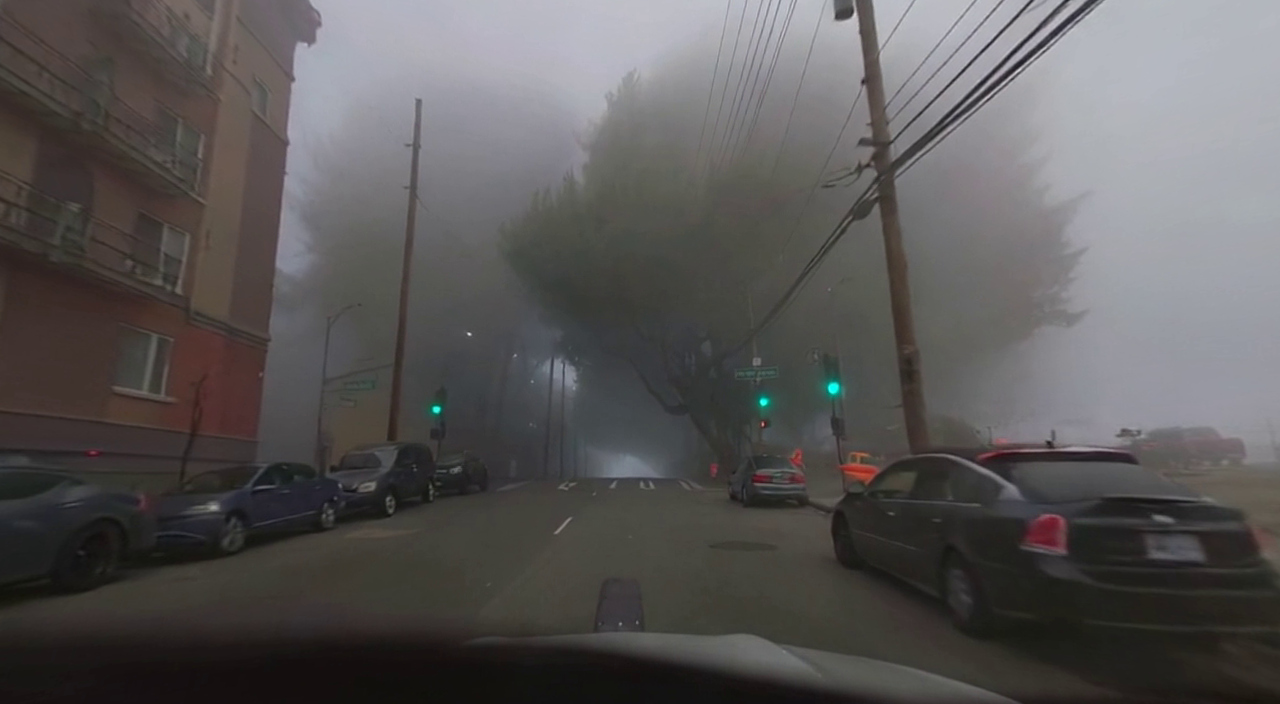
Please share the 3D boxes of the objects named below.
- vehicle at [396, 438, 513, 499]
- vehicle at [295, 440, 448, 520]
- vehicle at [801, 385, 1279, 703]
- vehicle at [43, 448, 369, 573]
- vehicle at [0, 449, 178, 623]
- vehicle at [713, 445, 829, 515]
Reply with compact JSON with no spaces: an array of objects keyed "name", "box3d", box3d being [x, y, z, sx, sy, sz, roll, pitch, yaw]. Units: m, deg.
[{"name":"vehicle","box3d":[-6.374,4.074,22.640,2.279,1.873,5.912,0,-8,1]},{"name":"vehicle","box3d":[-6.565,3.128,16.075,1.953,1.729,4.305,0,-8,0]},{"name":"vehicle","box3d":[3.295,1.416,5.930,2.141,1.737,5.009,0,-8,-1]},{"name":"vehicle","box3d":[-6.366,2.312,10.210,1.919,1.475,4.833,0,-8,-1]},{"name":"vehicle","box3d":[-6.409,1.561,5.301,1.968,1.450,4.271,0,-8,-3]},{"name":"vehicle","box3d":[3.127,3.141,16.068,1.953,1.503,4.137,0,-8,-2]}]
